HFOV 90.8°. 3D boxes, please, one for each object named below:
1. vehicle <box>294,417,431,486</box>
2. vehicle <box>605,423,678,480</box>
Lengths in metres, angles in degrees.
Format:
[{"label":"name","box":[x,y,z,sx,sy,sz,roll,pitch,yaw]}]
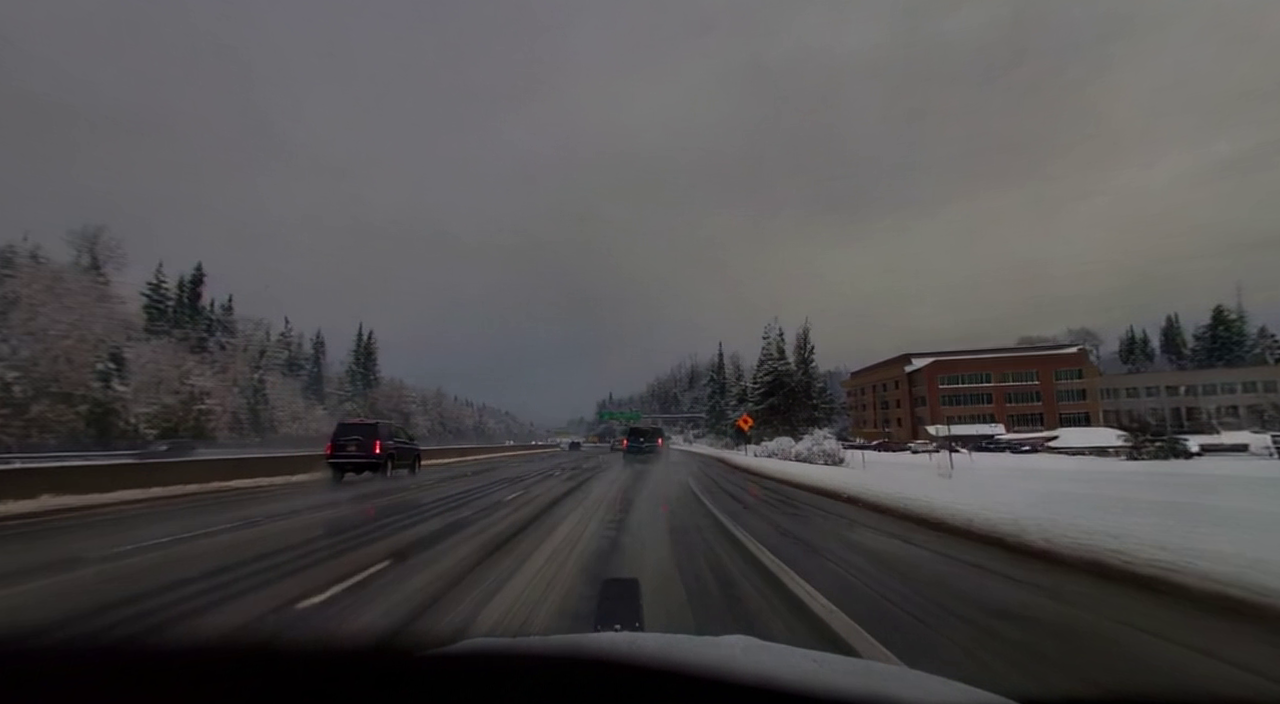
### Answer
[{"label":"vehicle","box":[-8.764,3.231,20.634,2.289,1.955,5.147,0,-9,-2]},{"label":"vehicle","box":[0.068,3.843,24.595,2.497,1.957,5.432,0,-9,0]}]
